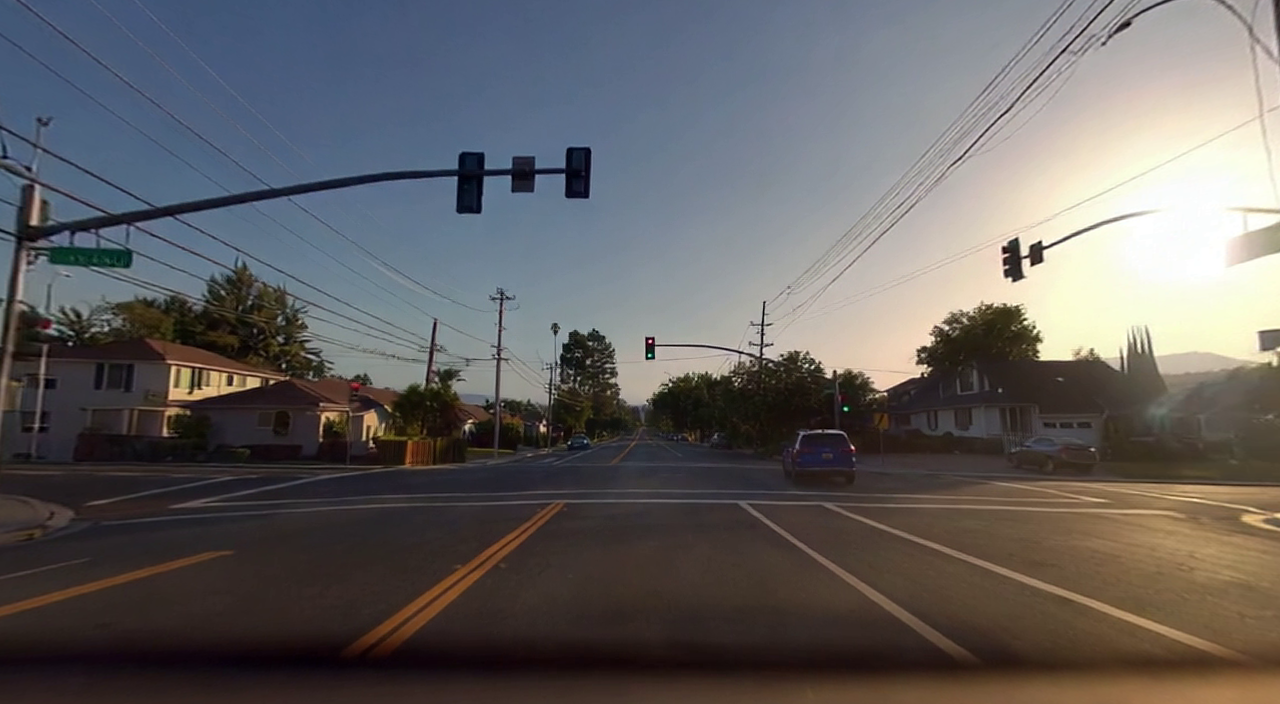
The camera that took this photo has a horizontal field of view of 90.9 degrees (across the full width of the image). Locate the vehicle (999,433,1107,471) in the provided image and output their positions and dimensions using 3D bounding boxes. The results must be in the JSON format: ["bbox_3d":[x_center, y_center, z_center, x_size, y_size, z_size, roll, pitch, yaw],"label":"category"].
[{"bbox_3d":[22.885,5.568,35.218,2.030,1.927,4.853,2,-9,-14],"label":"vehicle"}]
